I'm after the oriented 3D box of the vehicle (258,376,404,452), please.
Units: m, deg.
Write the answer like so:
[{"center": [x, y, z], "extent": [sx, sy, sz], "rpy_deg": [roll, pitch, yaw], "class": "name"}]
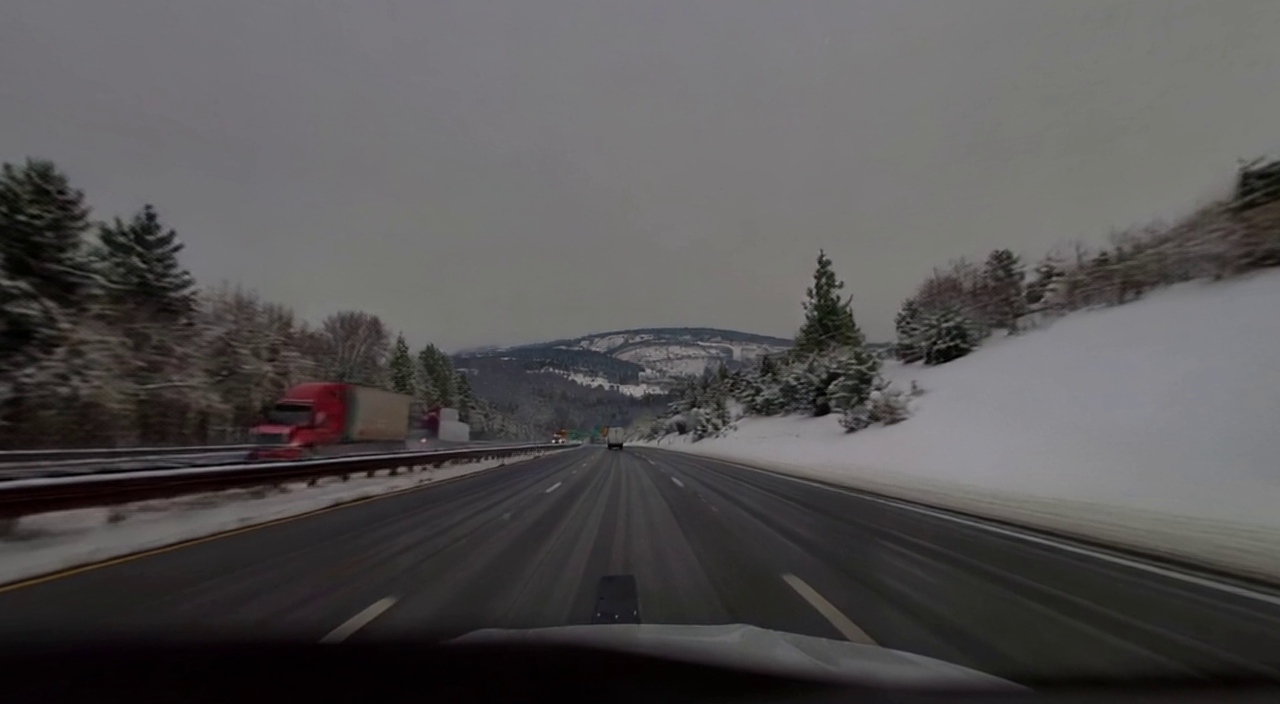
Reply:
[{"center": [-17.377, 3.901, 36.894], "extent": [2.822, 3.677, 12.266], "rpy_deg": [0, -8, -2], "class": "vehicle"}]
